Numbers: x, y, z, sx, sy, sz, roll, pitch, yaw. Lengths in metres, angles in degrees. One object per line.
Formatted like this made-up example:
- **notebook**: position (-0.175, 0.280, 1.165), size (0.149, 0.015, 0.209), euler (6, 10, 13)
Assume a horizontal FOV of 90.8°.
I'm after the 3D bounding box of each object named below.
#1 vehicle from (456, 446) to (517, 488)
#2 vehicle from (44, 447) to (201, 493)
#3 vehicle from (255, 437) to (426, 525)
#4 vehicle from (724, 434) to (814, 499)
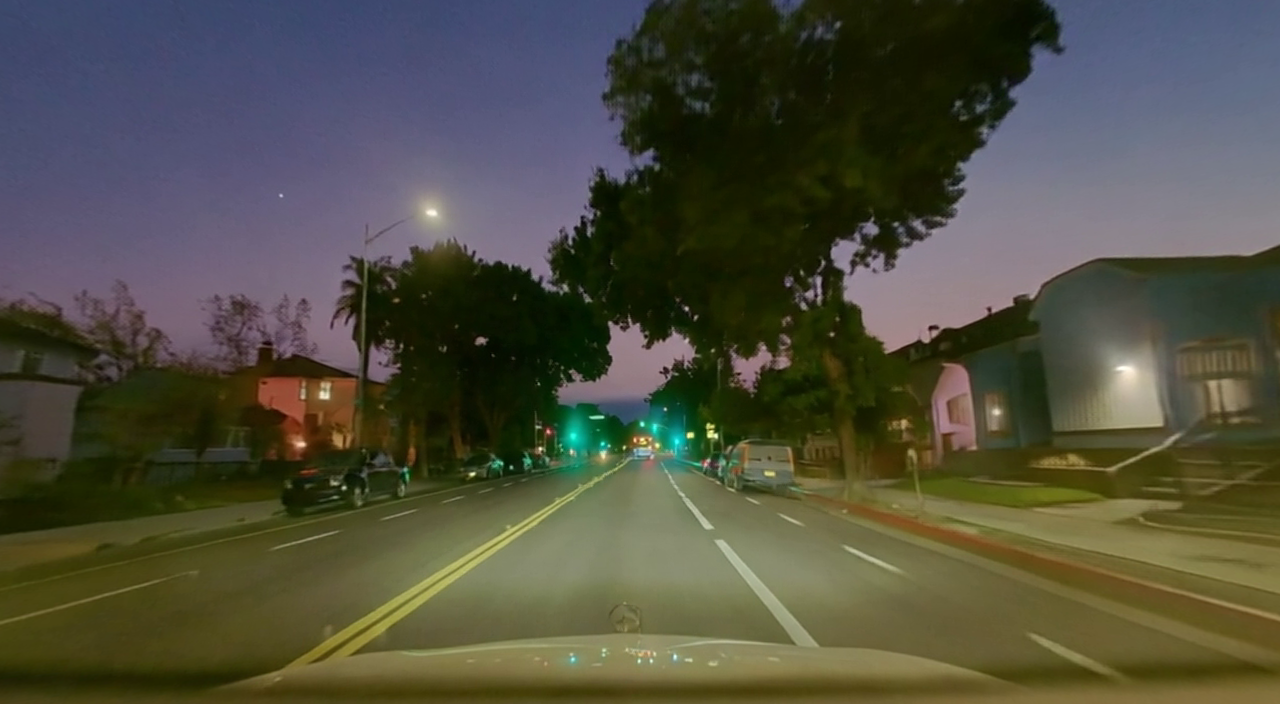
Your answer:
- **vehicle**: position (-7.702, 5.781, 32.189), size (1.898, 1.755, 4.603), euler (-5, -8, 0)
- **vehicle**: position (-19.801, 4.512, 24.330), size (4.197, 1.659, 2.059), euler (0, -8, 0)
- **vehicle**: position (-7.945, 3.398, 17.472), size (2.094, 1.840, 5.450), euler (-5, -8, 0)
- **vehicle**: position (4.340, 3.944, 22.080), size (2.060, 1.833, 4.927), euler (5, -9, 1)
